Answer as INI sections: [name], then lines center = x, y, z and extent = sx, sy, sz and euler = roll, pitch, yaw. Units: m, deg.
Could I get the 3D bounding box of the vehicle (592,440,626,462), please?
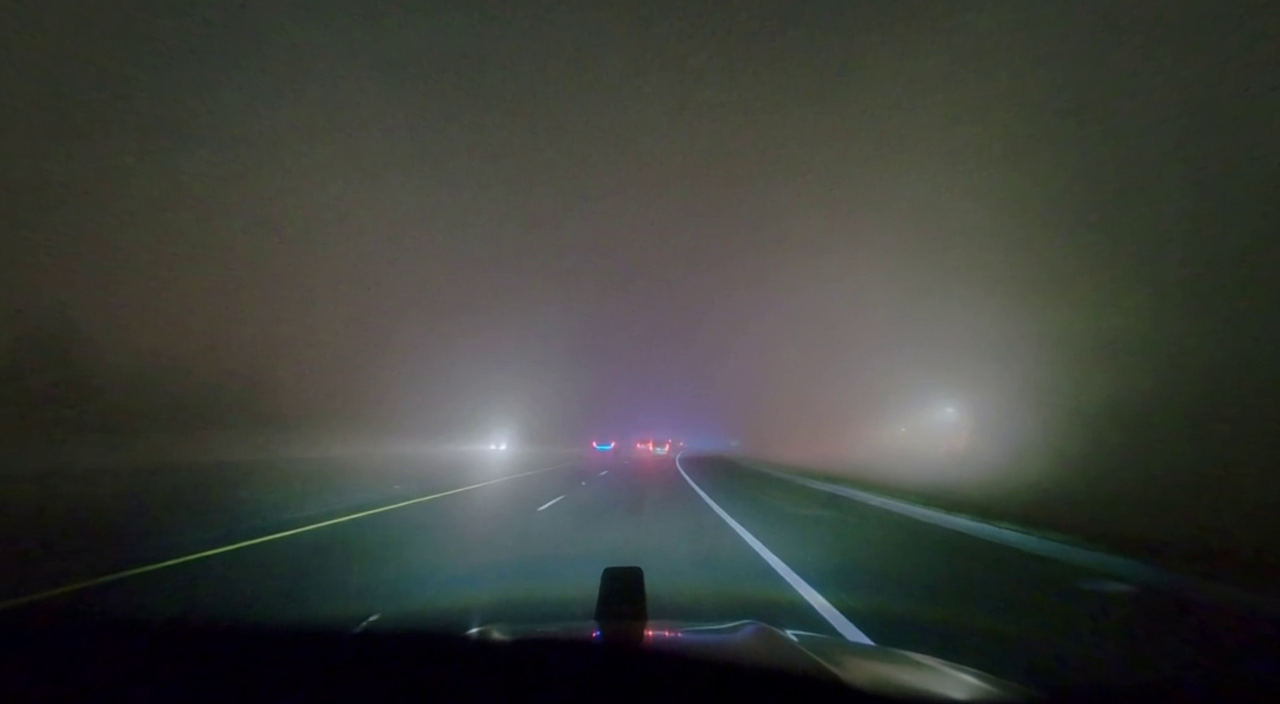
[vehicle]
center = -2.227, 7.352, 46.836
extent = 2.040, 1.553, 4.199
euler = -1, -8, 4
